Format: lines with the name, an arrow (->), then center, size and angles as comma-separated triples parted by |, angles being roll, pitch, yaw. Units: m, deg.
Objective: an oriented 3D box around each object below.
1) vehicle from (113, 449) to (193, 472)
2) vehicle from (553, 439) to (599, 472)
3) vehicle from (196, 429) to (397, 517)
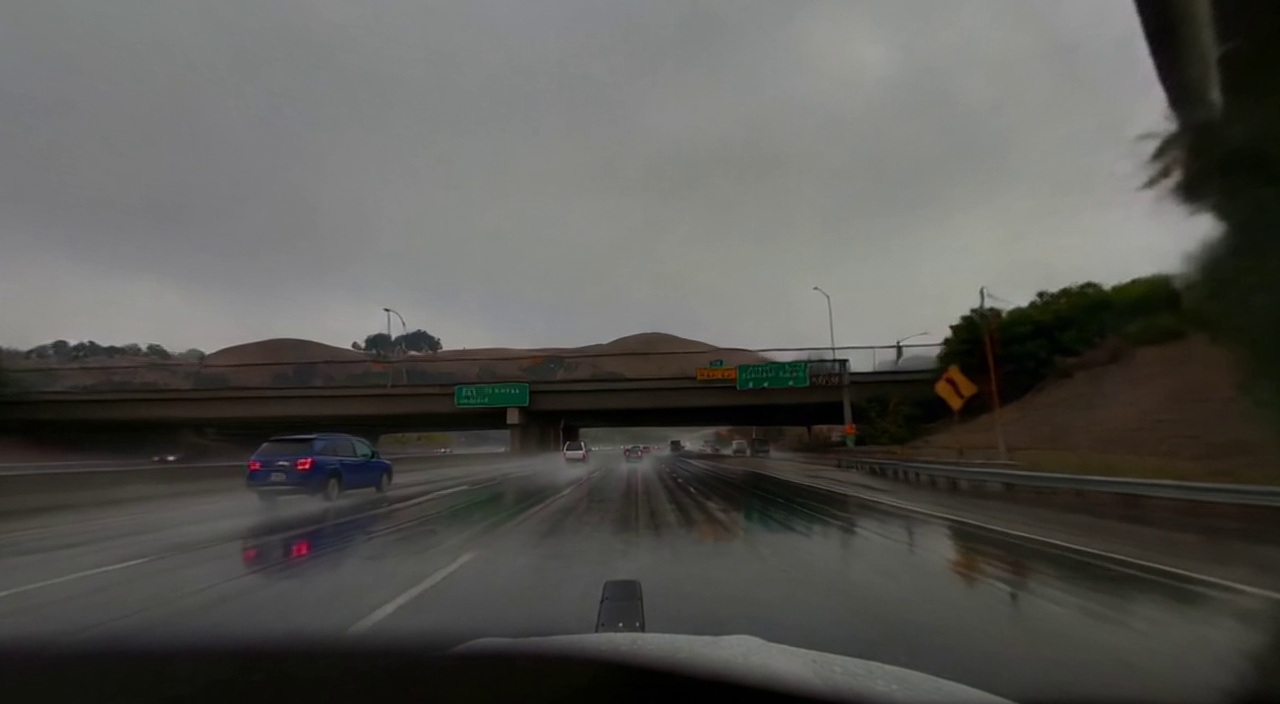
vehicle -> -33.761, 7.516, 43.821 | 1.775, 1.506, 4.629 | 0, -9, 0
vehicle -> -3.732, 6.182, 37.705 | 2.144, 1.847, 4.850 | 0, -9, 1
vehicle -> -7.756, 2.770, 14.908 | 2.092, 1.712, 4.627 | 0, -9, 0
